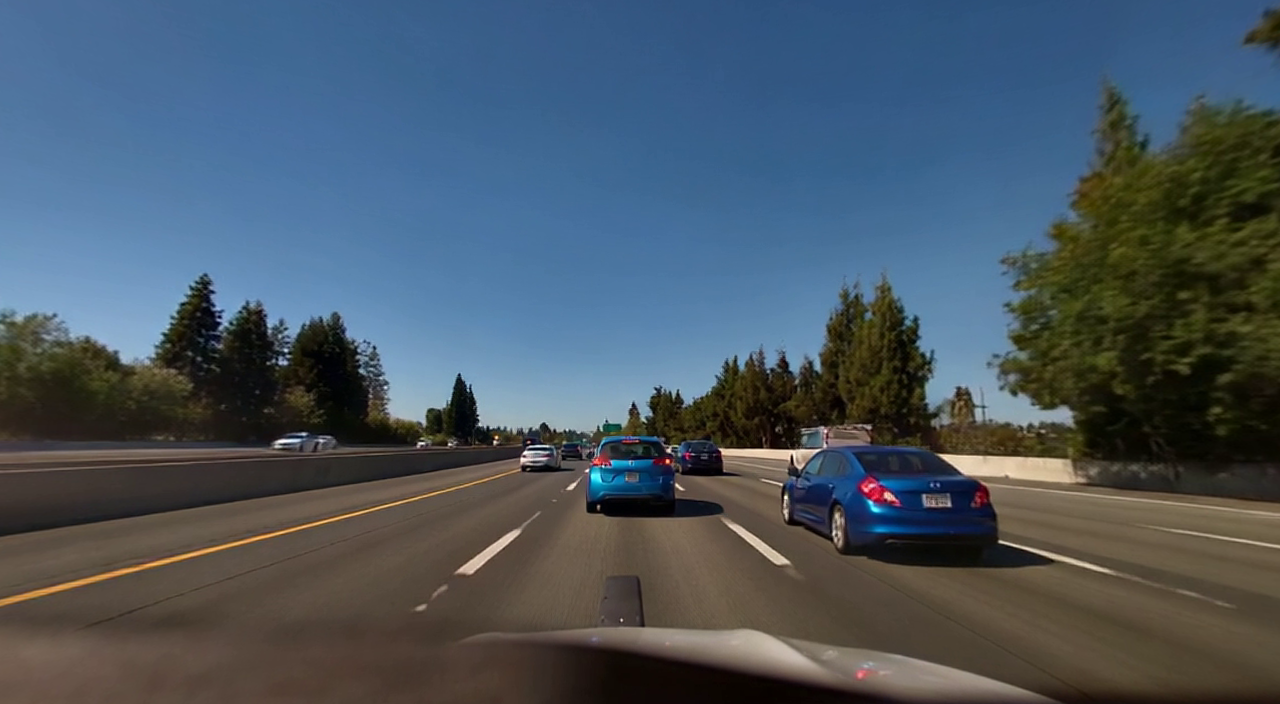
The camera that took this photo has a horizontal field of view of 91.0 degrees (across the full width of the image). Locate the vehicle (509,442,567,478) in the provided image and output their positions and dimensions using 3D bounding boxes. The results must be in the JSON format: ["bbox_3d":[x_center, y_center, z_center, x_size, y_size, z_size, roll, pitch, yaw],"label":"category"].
[{"bbox_3d":[-4.611,4.951,29.167,2.023,1.497,4.526,1,-9,-1],"label":"vehicle"}]

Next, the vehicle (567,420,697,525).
[{"bbox_3d":[-0.153,2.330,12.629,2.181,1.728,3.970,0,-9,-1],"label":"vehicle"}]

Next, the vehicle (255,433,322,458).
[{"bbox_3d":[-23.037,6.156,41.481,1.957,1.528,4.430,1,-9,-2],"label":"vehicle"}]

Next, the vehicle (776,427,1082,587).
[{"bbox_3d":[3.301,1.843,8.336,1.975,1.532,4.227,1,-9,-1],"label":"vehicle"}]
